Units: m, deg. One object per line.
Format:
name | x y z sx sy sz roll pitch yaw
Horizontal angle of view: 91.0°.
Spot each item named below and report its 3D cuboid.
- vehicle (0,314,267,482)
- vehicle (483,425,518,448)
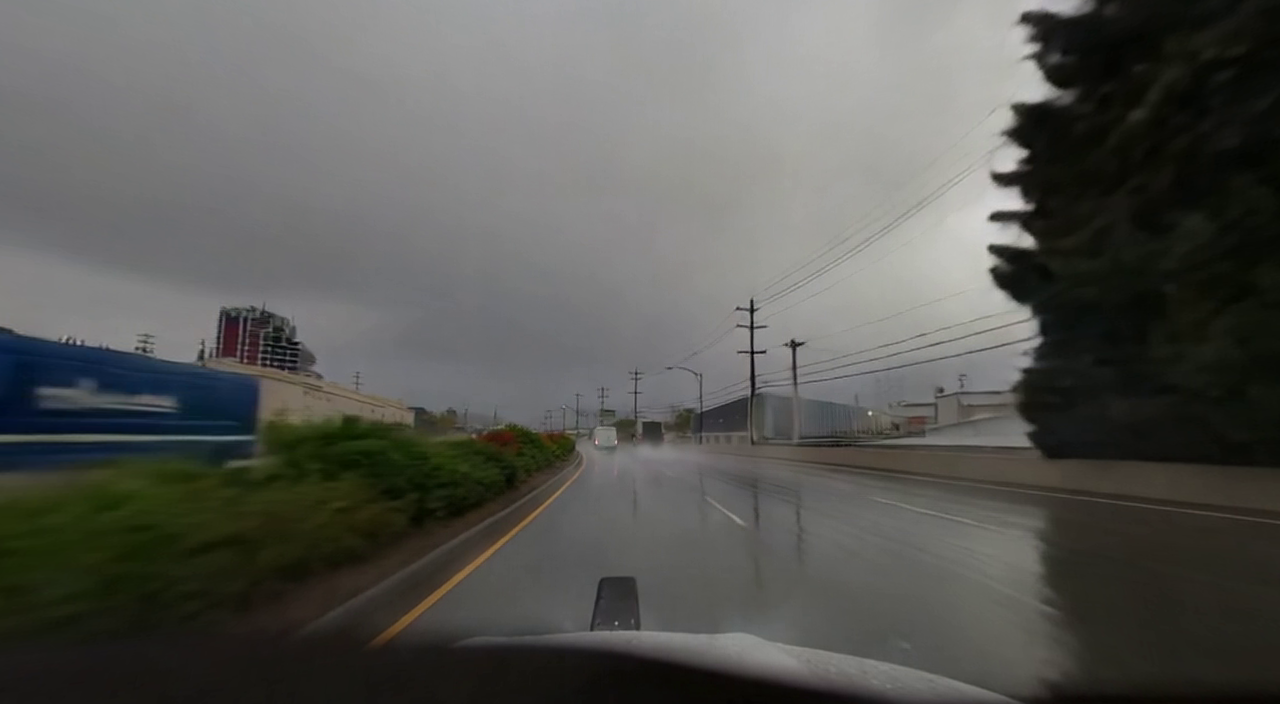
vehicle | -15.575 1.636 18.173 3.028 3.625 11.168 0 -8 -1
vehicle | -9.846 6.037 44.662 1.734 1.560 3.682 0 -8 -2
